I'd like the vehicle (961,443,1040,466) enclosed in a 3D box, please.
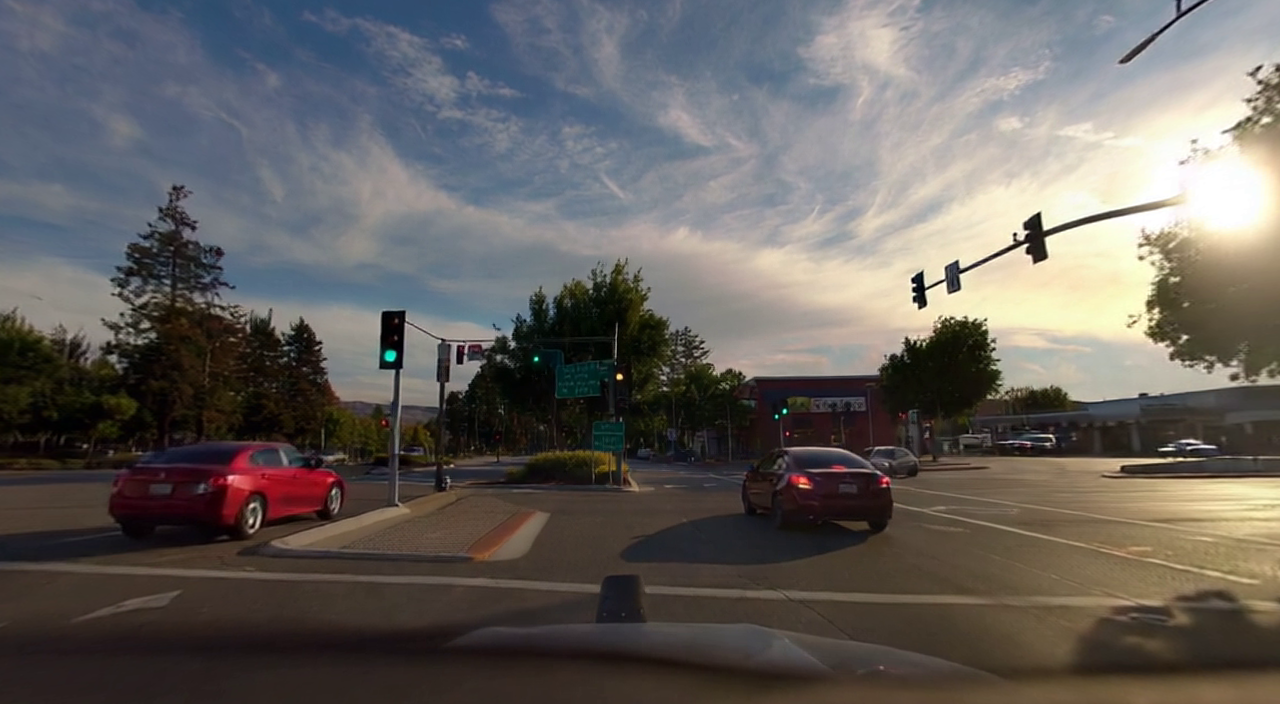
[{"bbox_3d":[27.612,7.831,48.502,2.026,1.657,5.260,2,-9,-15],"label":"vehicle"}]

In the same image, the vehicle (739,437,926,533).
[{"bbox_3d":[3.430,2.443,12.322,1.940,1.487,4.562,0,-8,-4],"label":"vehicle"}]

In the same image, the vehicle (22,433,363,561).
[{"bbox_3d":[-6.234,2.028,9.684,1.995,1.470,4.556,0,-8,-2],"label":"vehicle"}]
